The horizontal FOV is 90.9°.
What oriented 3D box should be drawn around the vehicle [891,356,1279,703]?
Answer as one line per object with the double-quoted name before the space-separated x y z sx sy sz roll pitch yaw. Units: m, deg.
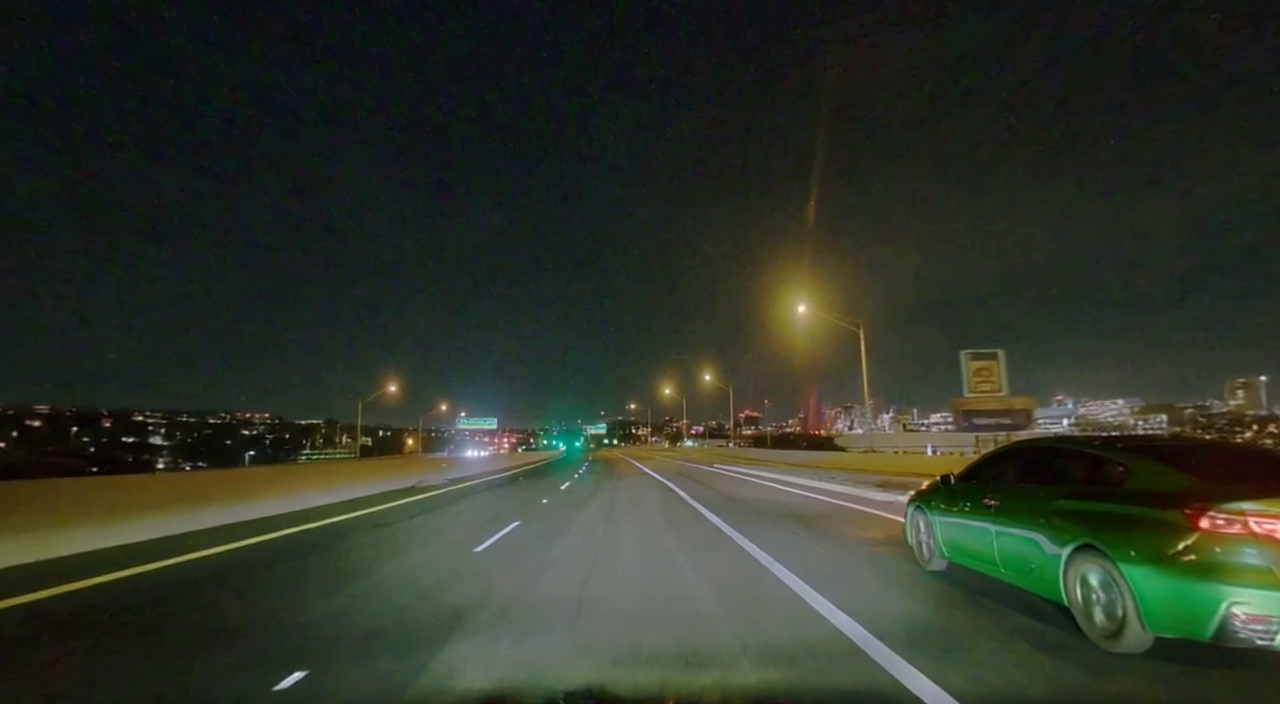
"vehicle" 3.427 0.975 3.465 2.104 1.575 4.698 0 -9 -1
